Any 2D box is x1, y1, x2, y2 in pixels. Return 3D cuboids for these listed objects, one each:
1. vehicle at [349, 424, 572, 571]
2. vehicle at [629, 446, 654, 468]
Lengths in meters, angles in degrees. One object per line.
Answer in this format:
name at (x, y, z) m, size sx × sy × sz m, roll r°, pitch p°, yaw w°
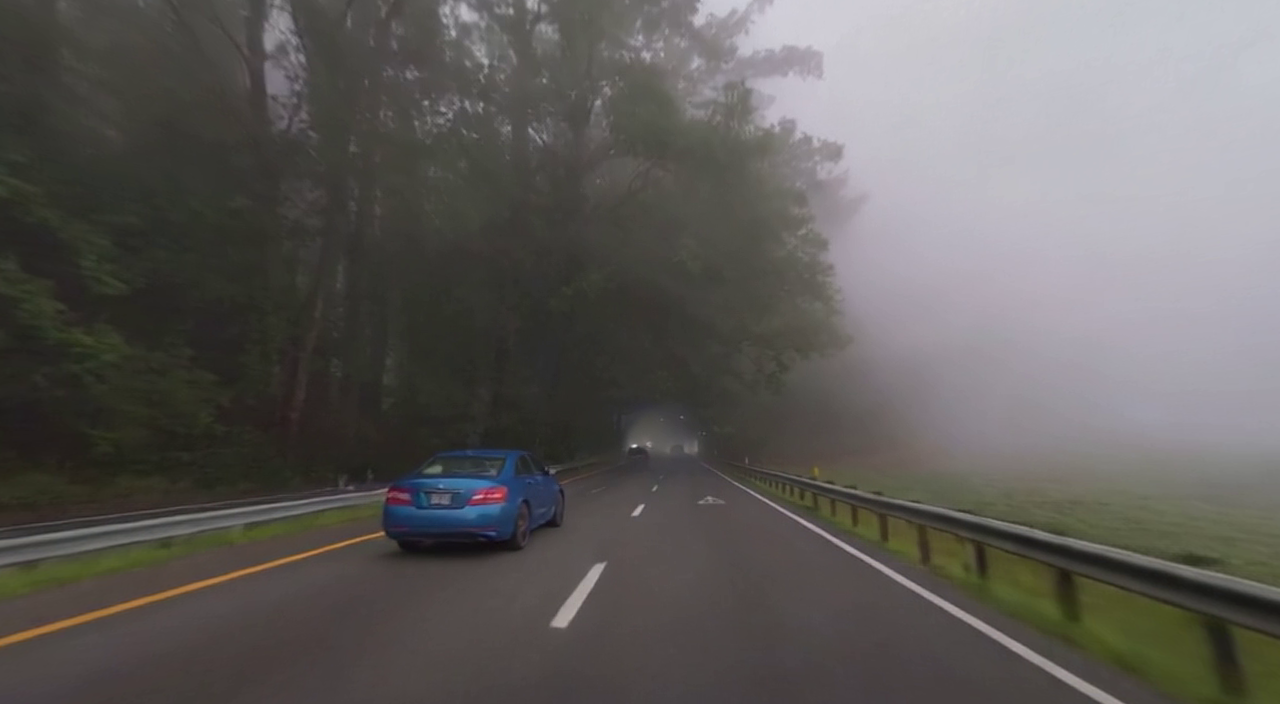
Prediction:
vehicle at (-2.150, 1.856, 8.672) m, size 1.846 × 1.566 × 3.525 m, roll -1°, pitch -9°, yaw 3°
vehicle at (0.128, 7.635, 45.929) m, size 1.675 × 1.537 × 3.574 m, roll -1°, pitch -9°, yaw 3°
